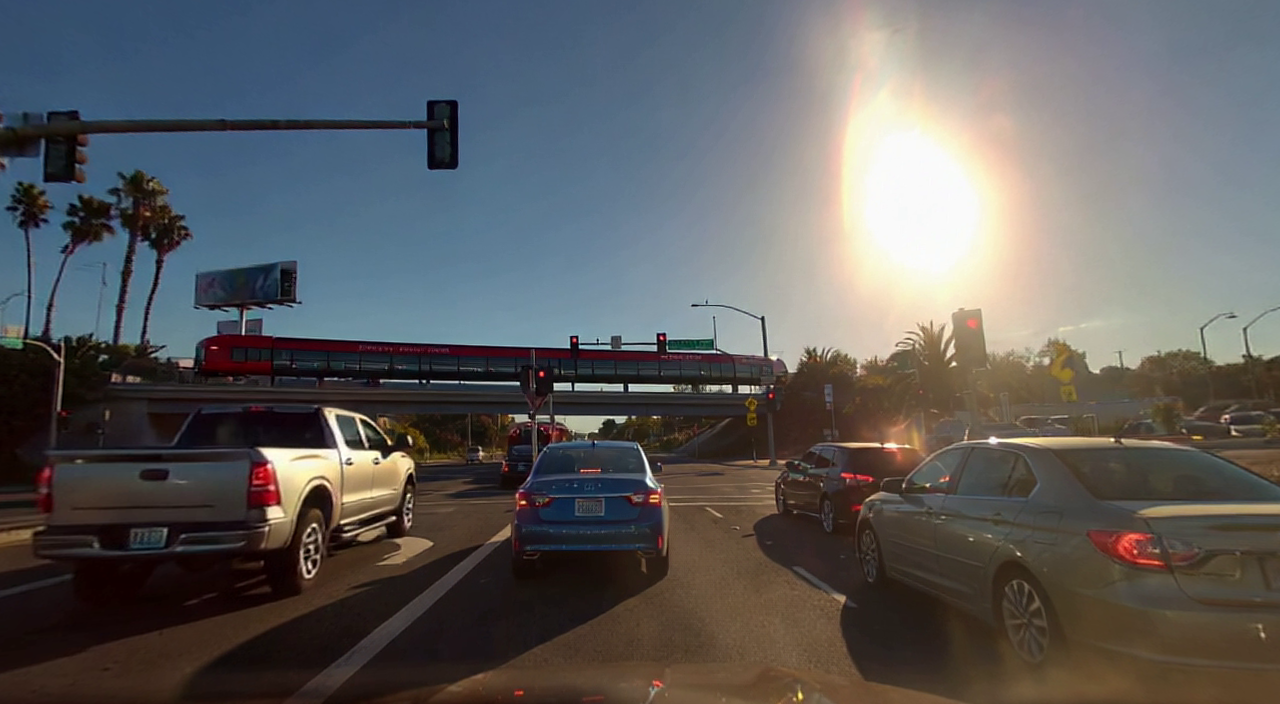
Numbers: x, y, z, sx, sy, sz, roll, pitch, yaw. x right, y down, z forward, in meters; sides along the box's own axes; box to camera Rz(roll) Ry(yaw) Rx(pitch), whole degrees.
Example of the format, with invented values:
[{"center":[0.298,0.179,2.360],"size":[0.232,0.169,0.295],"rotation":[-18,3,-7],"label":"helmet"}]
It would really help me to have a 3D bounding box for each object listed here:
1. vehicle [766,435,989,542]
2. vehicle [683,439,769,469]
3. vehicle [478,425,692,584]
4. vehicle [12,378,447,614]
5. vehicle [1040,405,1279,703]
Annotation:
[{"center":[3.724,2.215,10.969],"size":[1.965,1.448,4.486],"rotation":[0,-9,-2],"label":"vehicle"},{"center":[4.245,5.132,31.940],"size":[1.878,1.428,4.416],"rotation":[5,-10,-32],"label":"vehicle"},{"center":[-0.620,1.766,8.159],"size":[2.035,1.491,4.090],"rotation":[0,-9,-3],"label":"vehicle"},{"center":[-4.080,1.543,7.815],"size":[2.078,1.838,5.448],"rotation":[1,-9,-5],"label":"vehicle"},{"center":[3.891,0.890,2.161],"size":[2.052,1.496,4.541],"rotation":[0,-9,0],"label":"vehicle"}]
